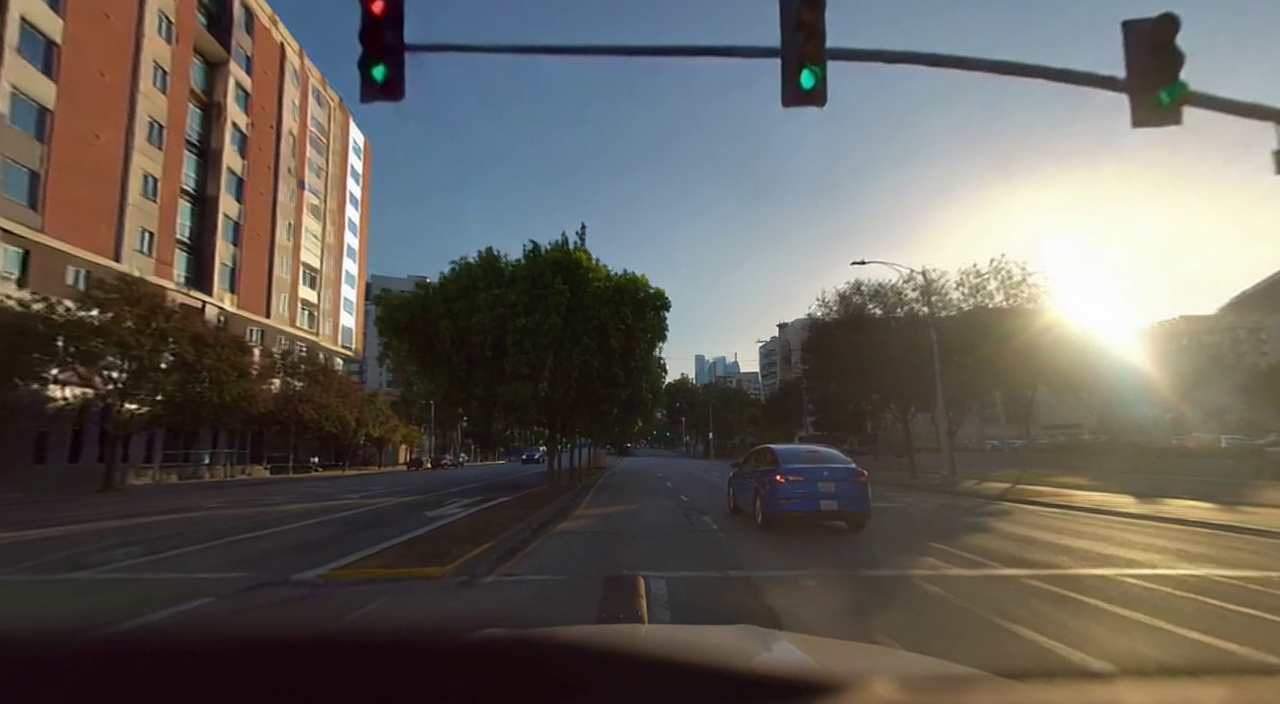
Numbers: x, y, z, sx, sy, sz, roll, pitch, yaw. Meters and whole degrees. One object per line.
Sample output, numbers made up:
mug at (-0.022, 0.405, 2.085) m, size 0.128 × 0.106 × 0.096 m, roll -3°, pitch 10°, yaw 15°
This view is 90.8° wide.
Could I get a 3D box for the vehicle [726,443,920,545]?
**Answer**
vehicle at (2.980, 2.412, 11.519) m, size 2.015 × 1.455 × 4.615 m, roll 0°, pitch -9°, yaw -2°
